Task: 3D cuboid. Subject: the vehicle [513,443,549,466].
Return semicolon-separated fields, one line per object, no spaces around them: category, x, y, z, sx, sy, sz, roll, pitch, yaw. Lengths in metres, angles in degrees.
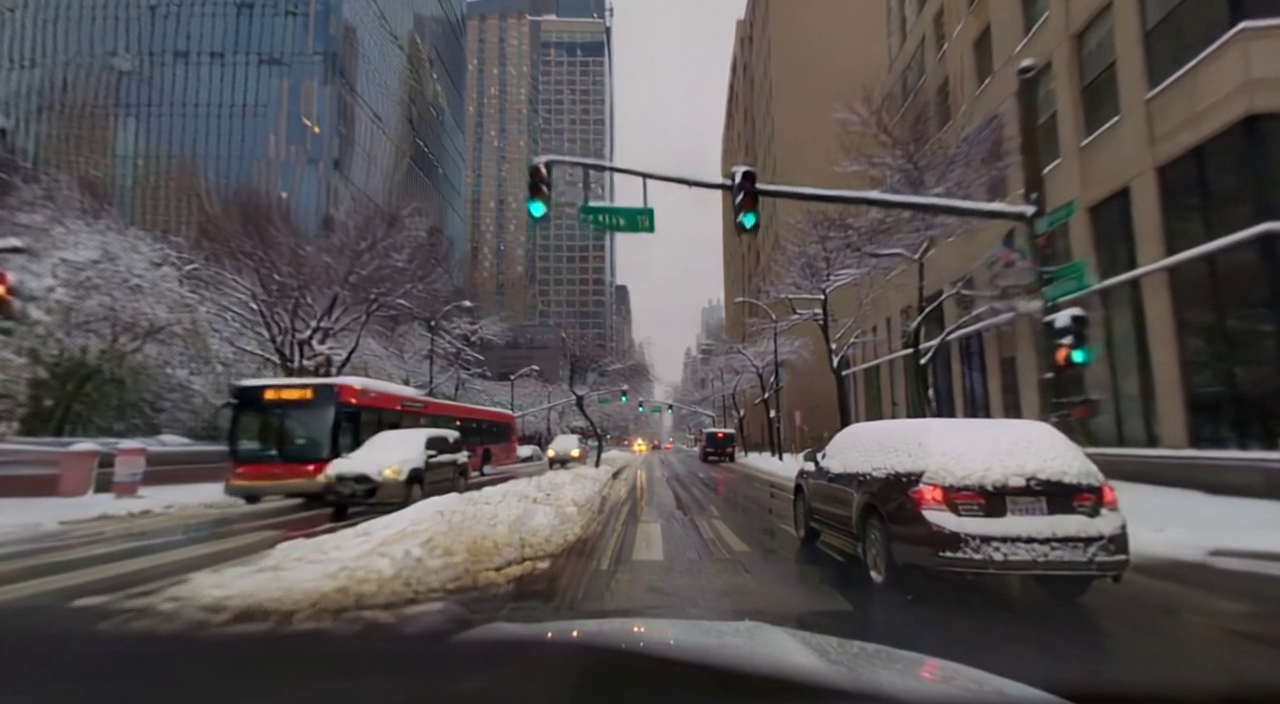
vehicle;-8.105;7.608;47.044;1.750;1.607;4.241;0;-8;2

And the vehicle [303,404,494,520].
vehicle;-5.258;2.489;14.791;2.304;2.208;5.200;0;-8;1

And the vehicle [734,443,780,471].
vehicle;7.012;6.340;38.335;1.962;1.617;4.325;0;-8;0

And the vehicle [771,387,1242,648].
vehicle;3.188;1.573;7.282;2.118;1.848;5.426;0;-8;-1

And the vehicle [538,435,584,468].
vehicle;-4.766;6.058;38.661;2.030;1.881;4.994;0;-8;1
